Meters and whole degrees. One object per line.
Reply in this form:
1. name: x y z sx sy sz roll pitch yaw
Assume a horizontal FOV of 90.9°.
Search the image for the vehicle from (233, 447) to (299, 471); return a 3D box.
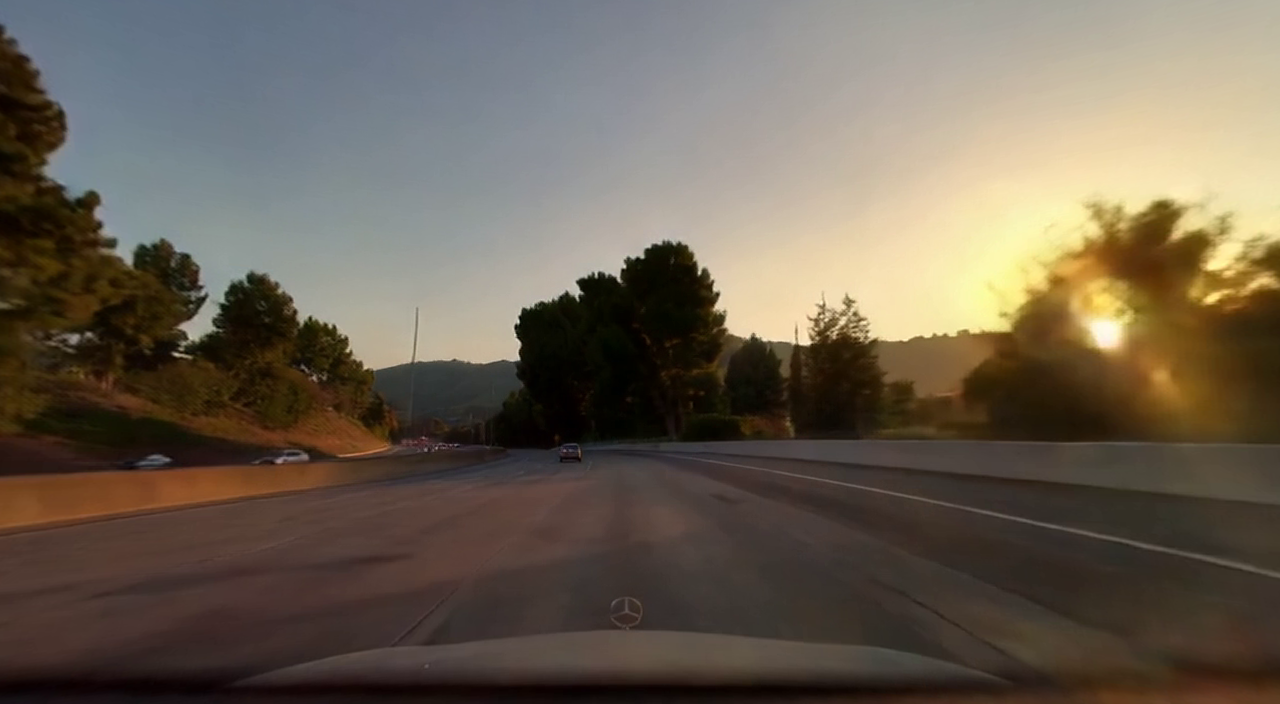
1. vehicle: -27.972 8.008 47.414 2.049 1.641 5.301 0 -8 -5
